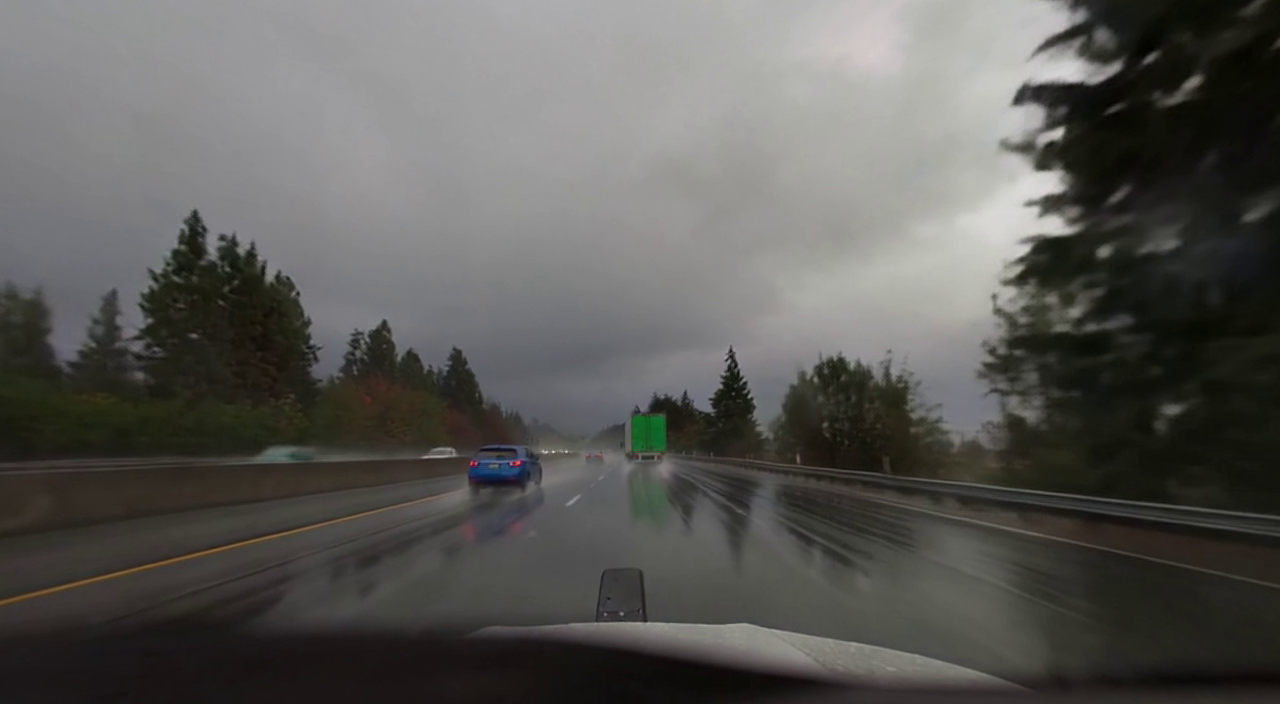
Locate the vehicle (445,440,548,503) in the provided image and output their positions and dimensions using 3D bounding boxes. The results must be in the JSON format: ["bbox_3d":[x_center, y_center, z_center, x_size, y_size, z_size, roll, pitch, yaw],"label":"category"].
[{"bbox_3d":[-3.973,3.372,18.168,1.977,1.602,3.944,0,-9,1],"label":"vehicle"}]

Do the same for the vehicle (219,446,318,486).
[{"bbox_3d":[-15.915,4.877,27.248,1.871,1.578,3.906,0,-9,0],"label":"vehicle"}]

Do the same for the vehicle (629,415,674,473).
[{"bbox_3d":[0.674,6.591,44.811,2.893,3.628,9.081,0,-9,-1],"label":"vehicle"}]
